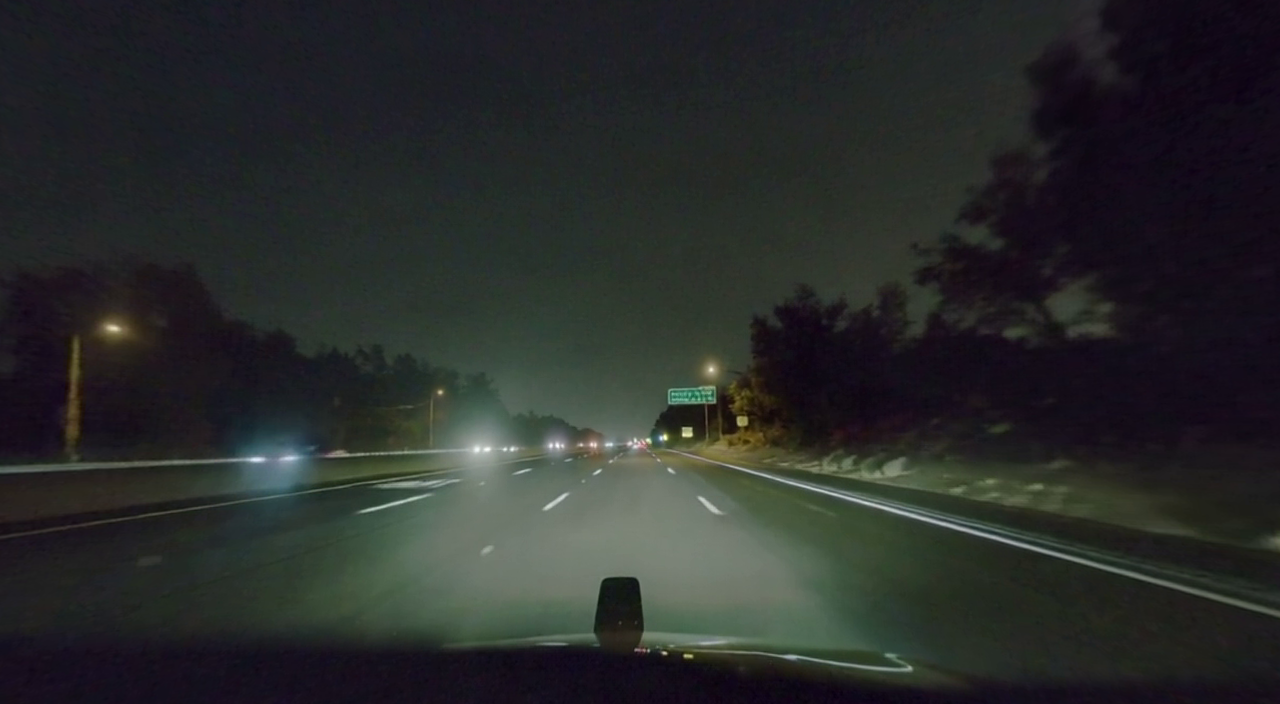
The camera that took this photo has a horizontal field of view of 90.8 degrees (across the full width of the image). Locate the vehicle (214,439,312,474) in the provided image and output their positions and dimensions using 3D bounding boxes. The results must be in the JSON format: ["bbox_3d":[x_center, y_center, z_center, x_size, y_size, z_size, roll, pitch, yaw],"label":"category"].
[{"bbox_3d":[-18.142,5.014,30.647,2.024,1.517,4.444,0,-8,0],"label":"vehicle"}]
